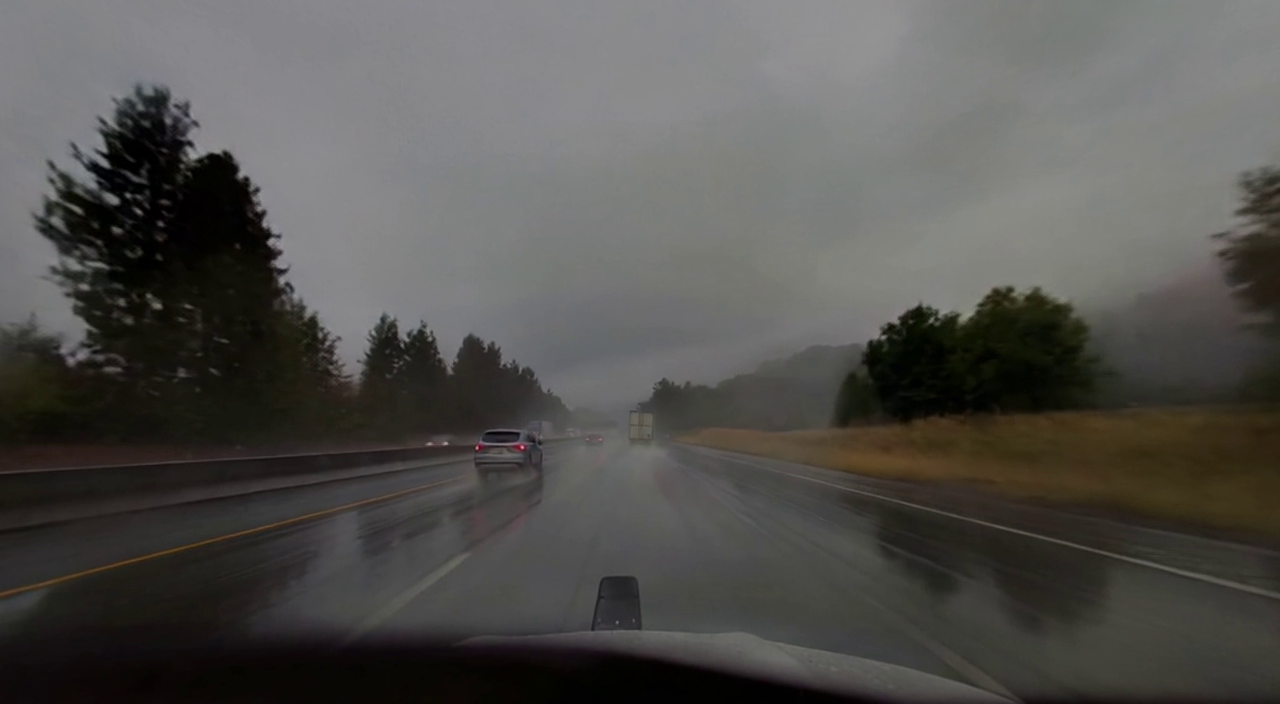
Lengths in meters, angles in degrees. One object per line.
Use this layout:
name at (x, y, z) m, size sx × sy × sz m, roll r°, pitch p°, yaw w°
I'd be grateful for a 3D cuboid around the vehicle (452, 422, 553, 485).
vehicle at (-3.934, 2.968, 18.859) m, size 2.045 × 1.655 × 4.301 m, roll 0°, pitch -8°, yaw 0°

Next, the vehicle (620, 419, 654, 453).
vehicle at (-0.231, 6.674, 49.783) m, size 2.526 × 2.531 × 5.026 m, roll 0°, pitch -8°, yaw -1°
